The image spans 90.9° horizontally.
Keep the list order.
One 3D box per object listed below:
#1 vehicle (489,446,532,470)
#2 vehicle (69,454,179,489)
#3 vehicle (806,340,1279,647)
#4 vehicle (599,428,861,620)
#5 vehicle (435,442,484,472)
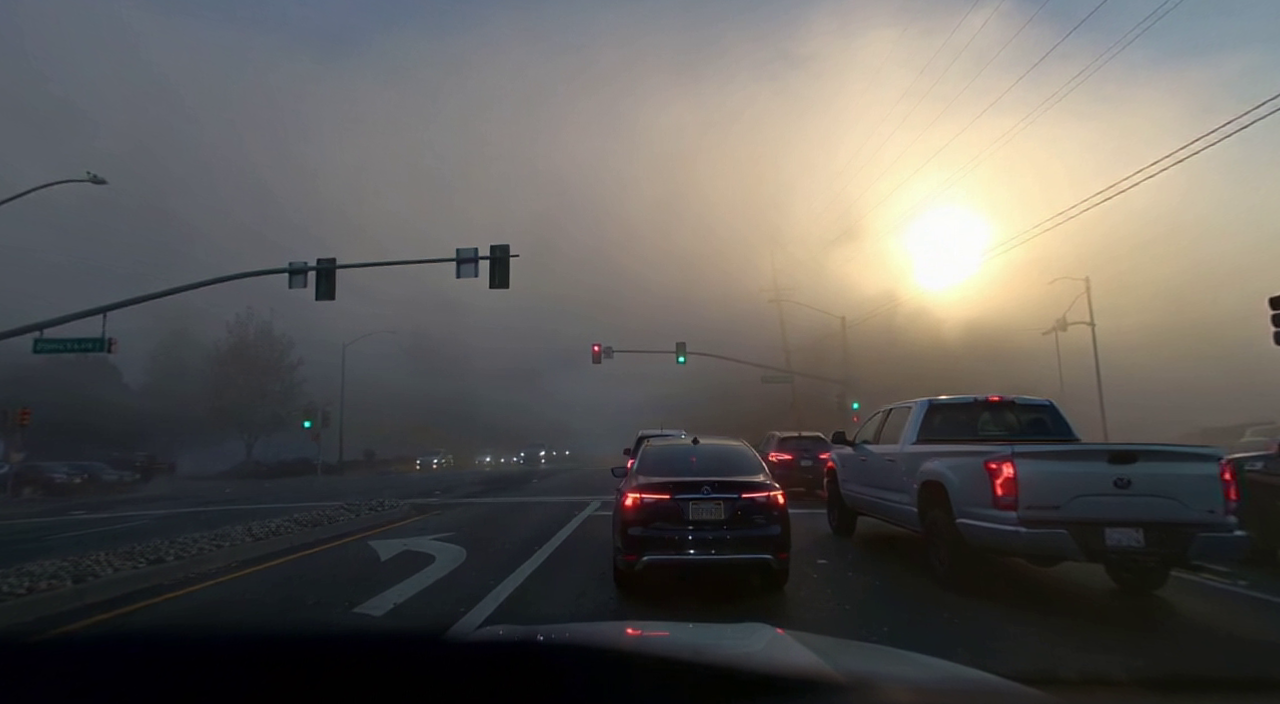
[{"bbox_3d":[-8.460,6.983,41.631,2.002,1.469,4.301,0,-8,-1],"label":"vehicle"},{"bbox_3d":[-29.082,6.700,35.591,4.789,1.828,2.025,-2,-9,10],"label":"vehicle"},{"bbox_3d":[3.807,1.345,7.088,2.358,2.116,5.328,0,-8,-1],"label":"vehicle"},{"bbox_3d":[0.611,1.601,6.811,2.038,1.447,3.756,0,-8,-3],"label":"vehicle"},{"bbox_3d":[-11.876,6.919,41.782,1.991,1.844,4.393,0,-8,-1],"label":"vehicle"}]
